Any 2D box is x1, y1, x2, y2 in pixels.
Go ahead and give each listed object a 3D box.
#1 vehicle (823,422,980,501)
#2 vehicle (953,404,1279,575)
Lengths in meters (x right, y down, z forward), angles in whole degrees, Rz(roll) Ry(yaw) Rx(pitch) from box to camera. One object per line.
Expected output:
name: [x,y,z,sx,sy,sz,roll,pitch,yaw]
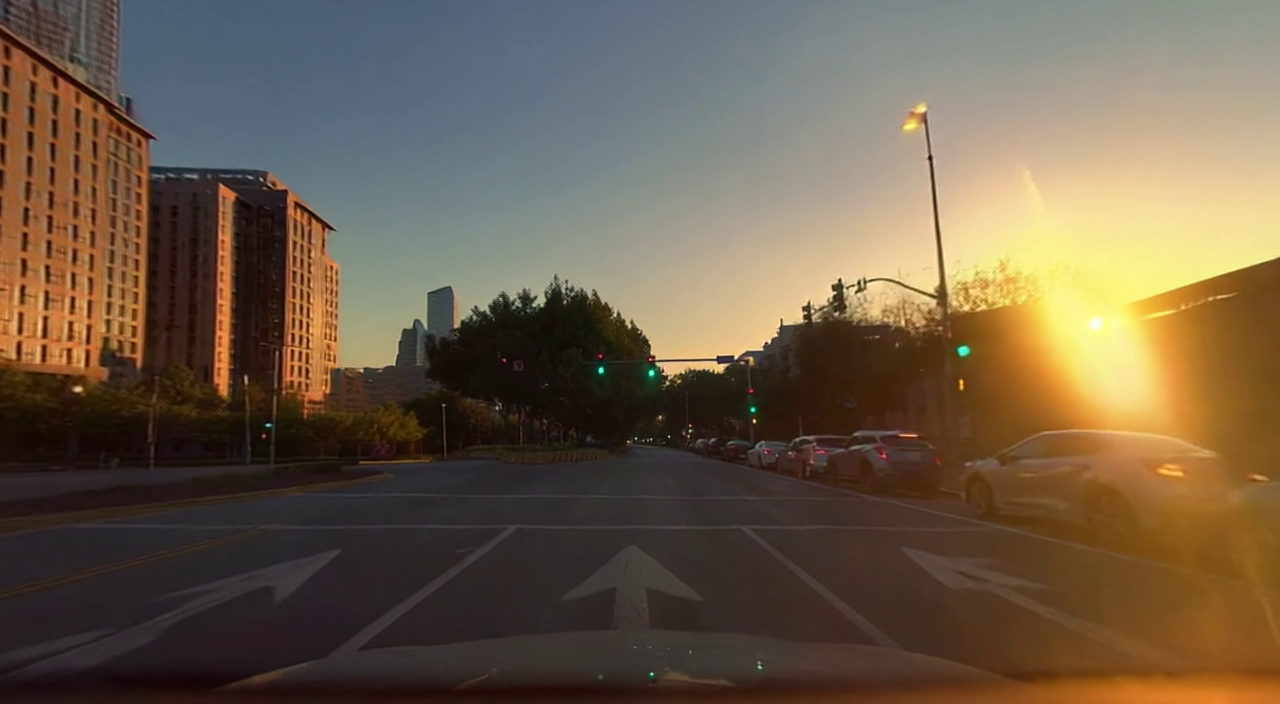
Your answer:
vehicle: [6.556,2.806,16.473,1.984,1.751,4.759,0,-9,-1]
vehicle: [6.501,1.713,8.588,1.973,1.674,4.635,0,-9,-1]
